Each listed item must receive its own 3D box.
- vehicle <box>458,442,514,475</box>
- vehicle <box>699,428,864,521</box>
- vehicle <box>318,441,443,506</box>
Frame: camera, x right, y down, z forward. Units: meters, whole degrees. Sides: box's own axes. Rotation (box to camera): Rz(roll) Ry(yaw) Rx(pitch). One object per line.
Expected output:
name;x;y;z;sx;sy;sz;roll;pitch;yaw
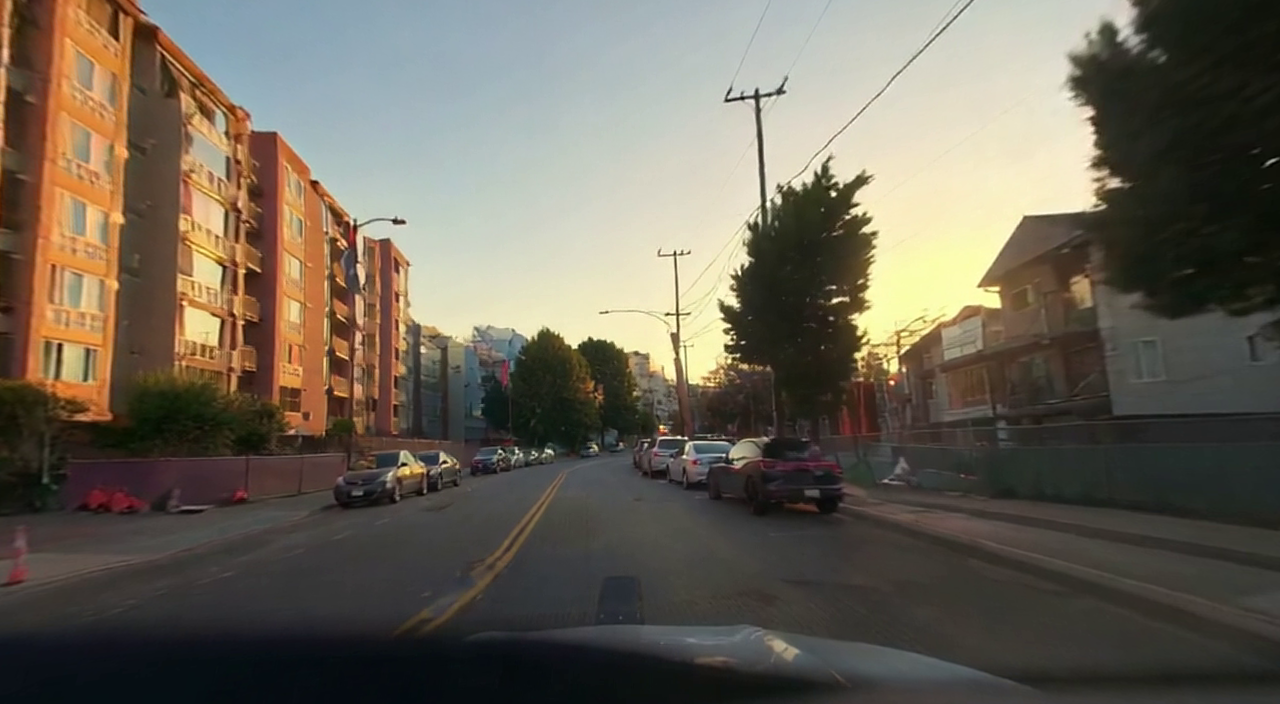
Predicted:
vehicle;-9.606;6.645;39.701;2.194;1.861;5.725;0;-8;-1
vehicle;2.727;2.500;13.533;1.976;1.588;4.968;1;-8;-5
vehicle;-7.713;3.717;19.312;1.996;1.578;4.806;-4;-10;-3
